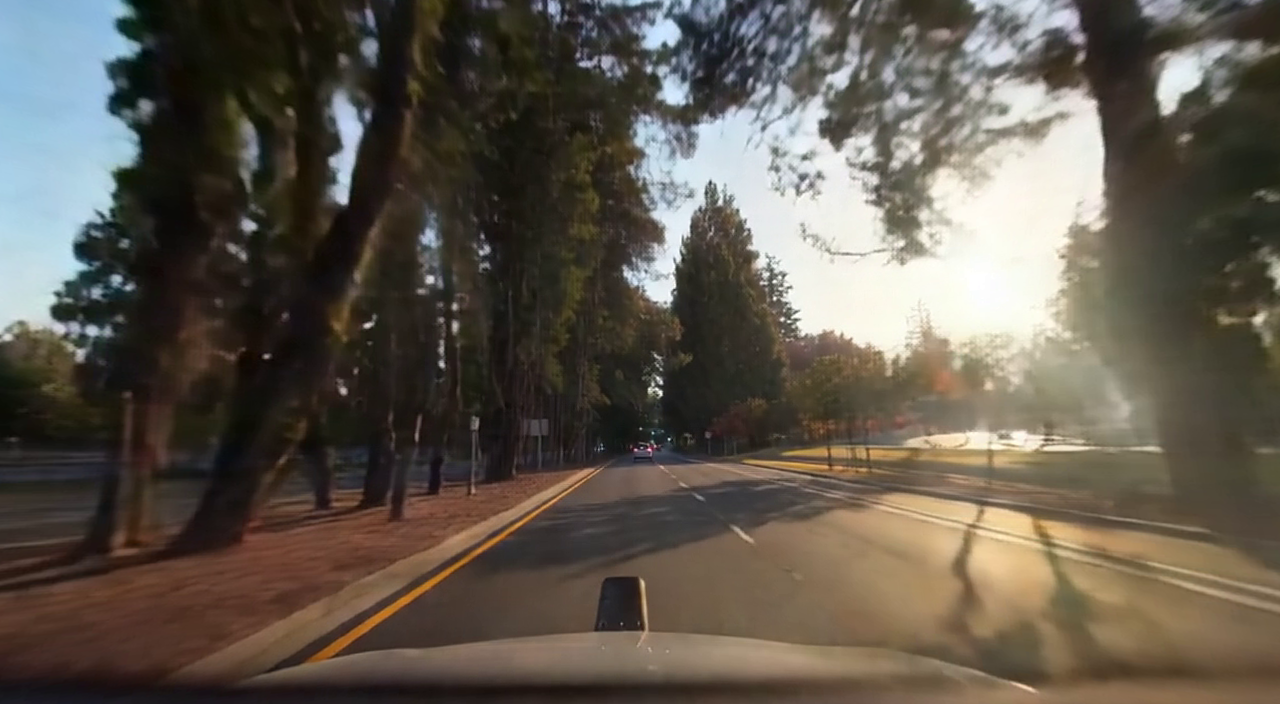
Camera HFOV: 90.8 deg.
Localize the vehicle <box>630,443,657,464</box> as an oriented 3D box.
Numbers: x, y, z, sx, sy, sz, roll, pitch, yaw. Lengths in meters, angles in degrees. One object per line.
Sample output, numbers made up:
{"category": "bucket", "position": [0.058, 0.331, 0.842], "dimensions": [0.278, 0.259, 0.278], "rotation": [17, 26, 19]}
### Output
{"category": "vehicle", "position": [0.277, 7.946, 49.702], "dimensions": [2.048, 1.584, 4.393], "rotation": [0, -8, 0]}
